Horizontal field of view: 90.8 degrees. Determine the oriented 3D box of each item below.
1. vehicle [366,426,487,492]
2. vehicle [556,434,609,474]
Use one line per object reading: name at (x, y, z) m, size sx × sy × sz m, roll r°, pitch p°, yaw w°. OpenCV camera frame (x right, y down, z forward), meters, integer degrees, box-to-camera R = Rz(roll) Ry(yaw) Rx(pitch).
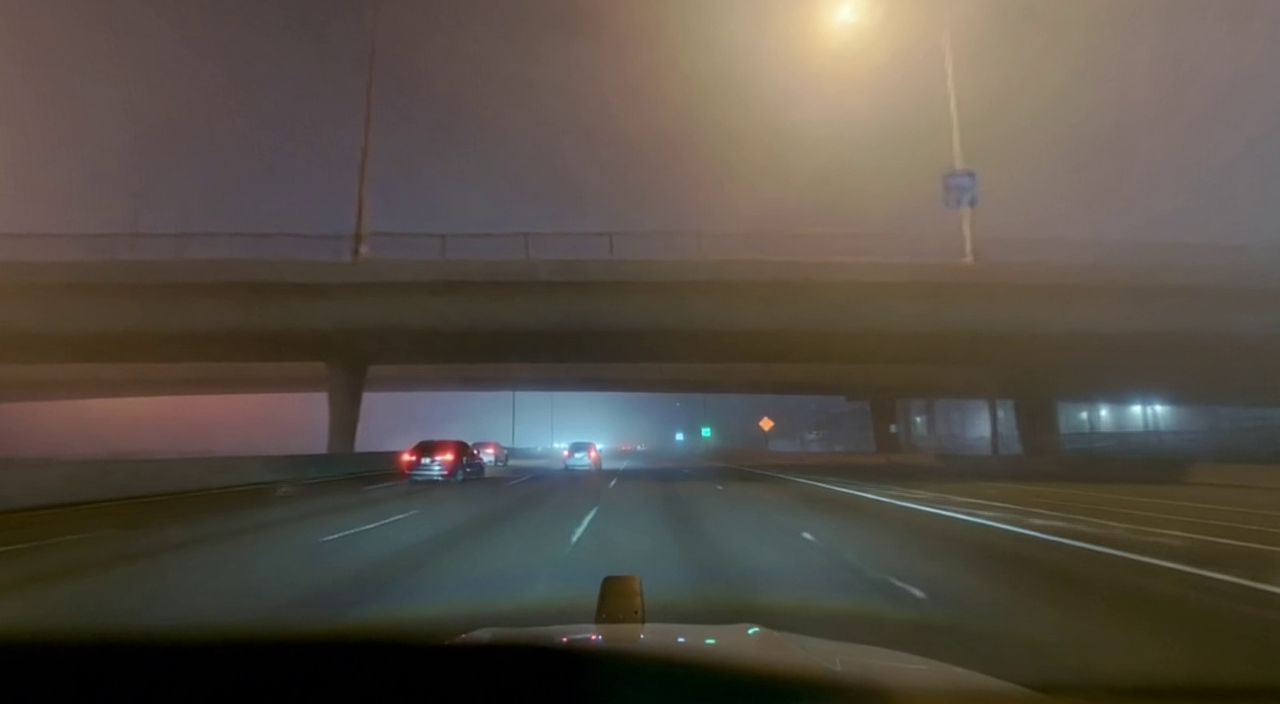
vehicle at (-6.396, 3.278, 19.618) m, size 2.015 × 1.762 × 4.790 m, roll 0°, pitch -8°, yaw 1°
vehicle at (-2.601, 4.757, 29.603) m, size 2.027 × 1.697 × 4.307 m, roll 0°, pitch -8°, yaw 0°
